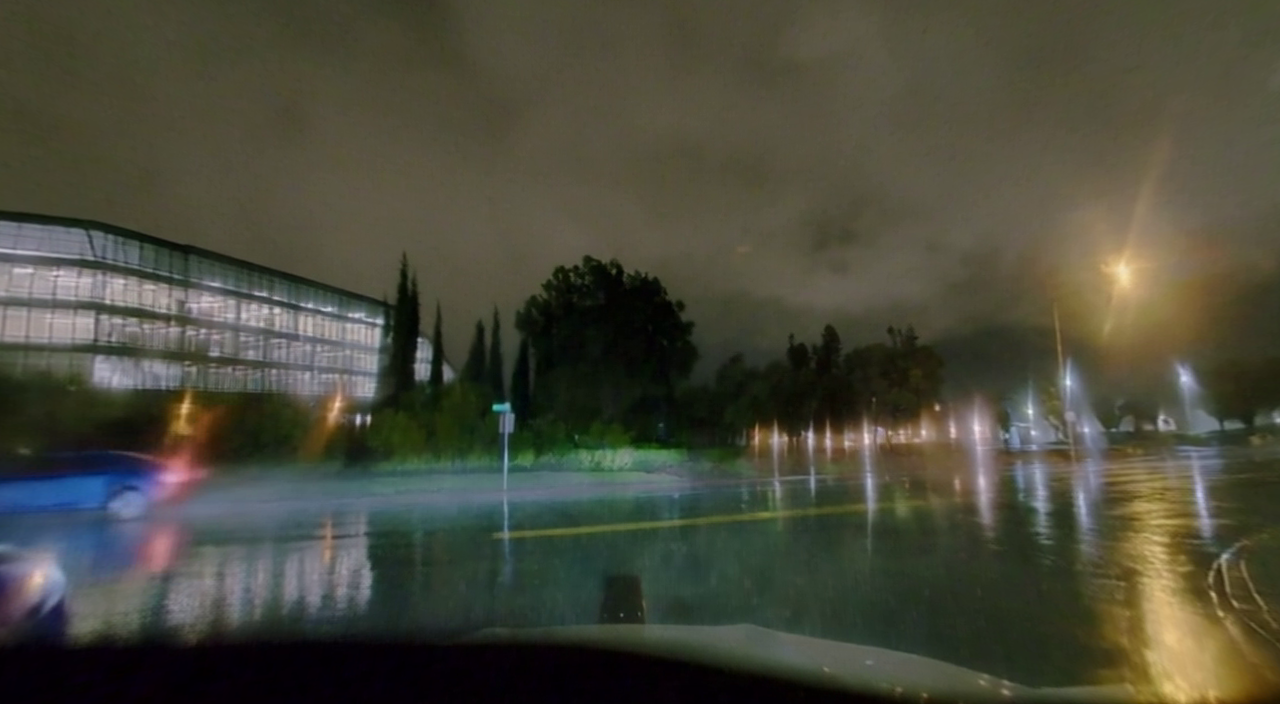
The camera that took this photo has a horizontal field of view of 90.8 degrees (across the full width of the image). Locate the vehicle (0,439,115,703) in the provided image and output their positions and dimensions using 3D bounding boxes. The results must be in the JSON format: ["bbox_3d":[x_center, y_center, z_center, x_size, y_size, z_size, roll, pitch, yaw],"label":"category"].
[{"bbox_3d":[-3.402,0.808,0.814,2.069,1.413,5.006,2,-9,-13],"label":"vehicle"}]
